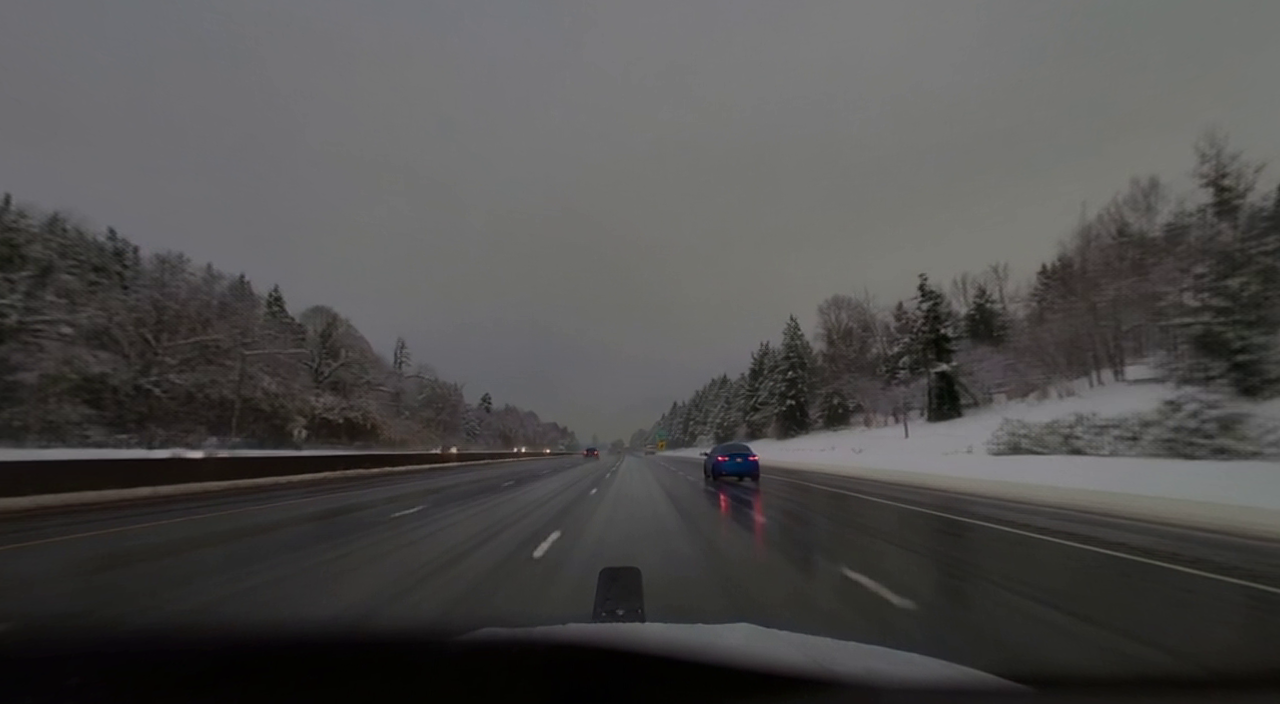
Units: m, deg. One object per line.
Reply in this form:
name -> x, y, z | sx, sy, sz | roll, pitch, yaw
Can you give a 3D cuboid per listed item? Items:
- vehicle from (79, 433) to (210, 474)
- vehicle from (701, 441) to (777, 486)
vehicle -> -22.191, 4.575, 28.533 | 2.017, 1.656, 4.875 | 0, -9, -1
vehicle -> 3.603, 4.156, 23.780 | 2.033, 1.501, 4.398 | 0, -9, -2
